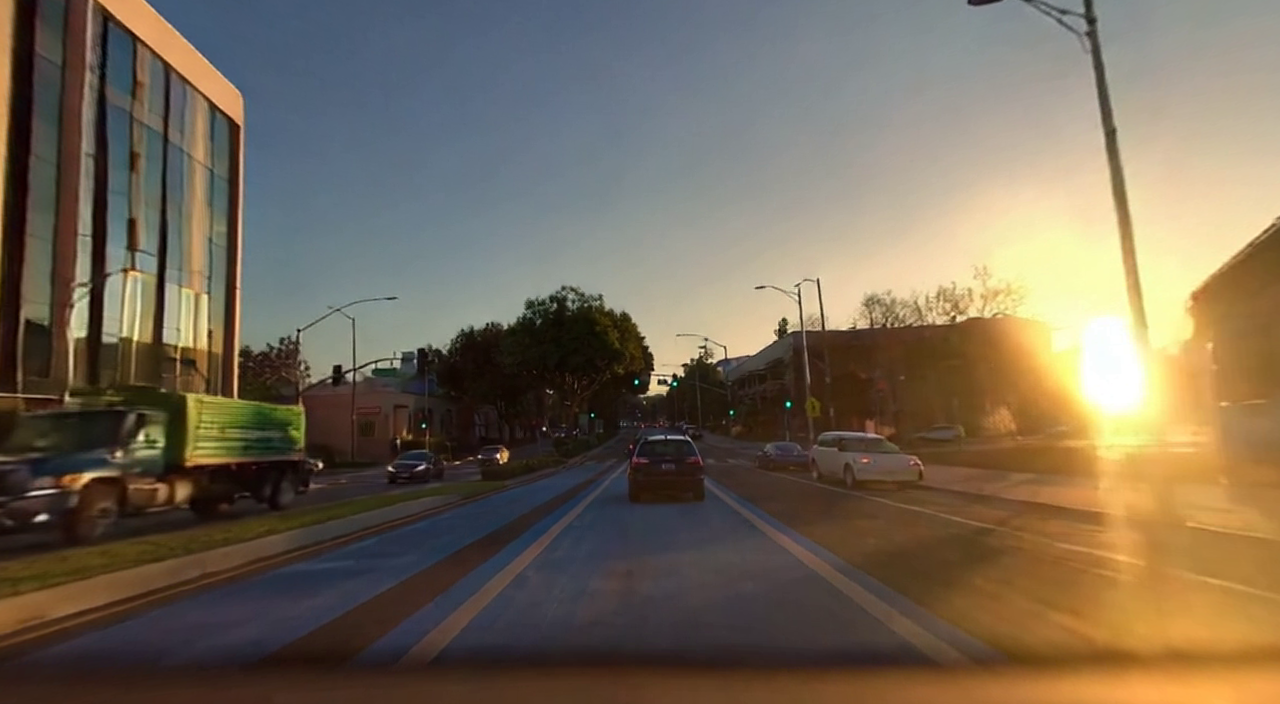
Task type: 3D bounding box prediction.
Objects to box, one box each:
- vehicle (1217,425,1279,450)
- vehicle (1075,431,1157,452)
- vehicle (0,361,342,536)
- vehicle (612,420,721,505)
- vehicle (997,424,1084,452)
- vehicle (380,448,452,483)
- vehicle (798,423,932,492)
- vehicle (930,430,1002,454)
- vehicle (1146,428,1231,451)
[{"bbox_3d":[43.946,6.095,44.657,3.934,1.710,2.114,-1,-9,4],"label":"vehicle"},{"bbox_3d":[33.705,6.361,44.742,4.275,1.487,1.781,0,-9,1],"label":"vehicle"},{"bbox_3d":[-13.542,2.953,19.514,3.101,3.878,10.902,0,-9,1],"label":"vehicle"},{"bbox_3d":[0.515,2.649,15.461,2.283,1.773,4.255,0,-9,-1],"label":"vehicle"},{"bbox_3d":[28.435,6.157,44.903,4.655,1.852,2.161,-1,-10,-2],"label":"vehicle"},{"bbox_3d":[-10.688,5.426,30.447,2.019,1.547,4.315,0,-9,-2],"label":"vehicle"},{"bbox_3d":[6.660,3.214,19.408,2.205,1.823,5.078,0,-9,0],"label":"vehicle"},{"bbox_3d":[23.207,6.412,44.990,3.973,1.623,2.024,-1,-9,0],"label":"vehicle"},{"bbox_3d":[38.859,6.220,44.764,4.286,1.625,1.809,0,-8,0],"label":"vehicle"}]
